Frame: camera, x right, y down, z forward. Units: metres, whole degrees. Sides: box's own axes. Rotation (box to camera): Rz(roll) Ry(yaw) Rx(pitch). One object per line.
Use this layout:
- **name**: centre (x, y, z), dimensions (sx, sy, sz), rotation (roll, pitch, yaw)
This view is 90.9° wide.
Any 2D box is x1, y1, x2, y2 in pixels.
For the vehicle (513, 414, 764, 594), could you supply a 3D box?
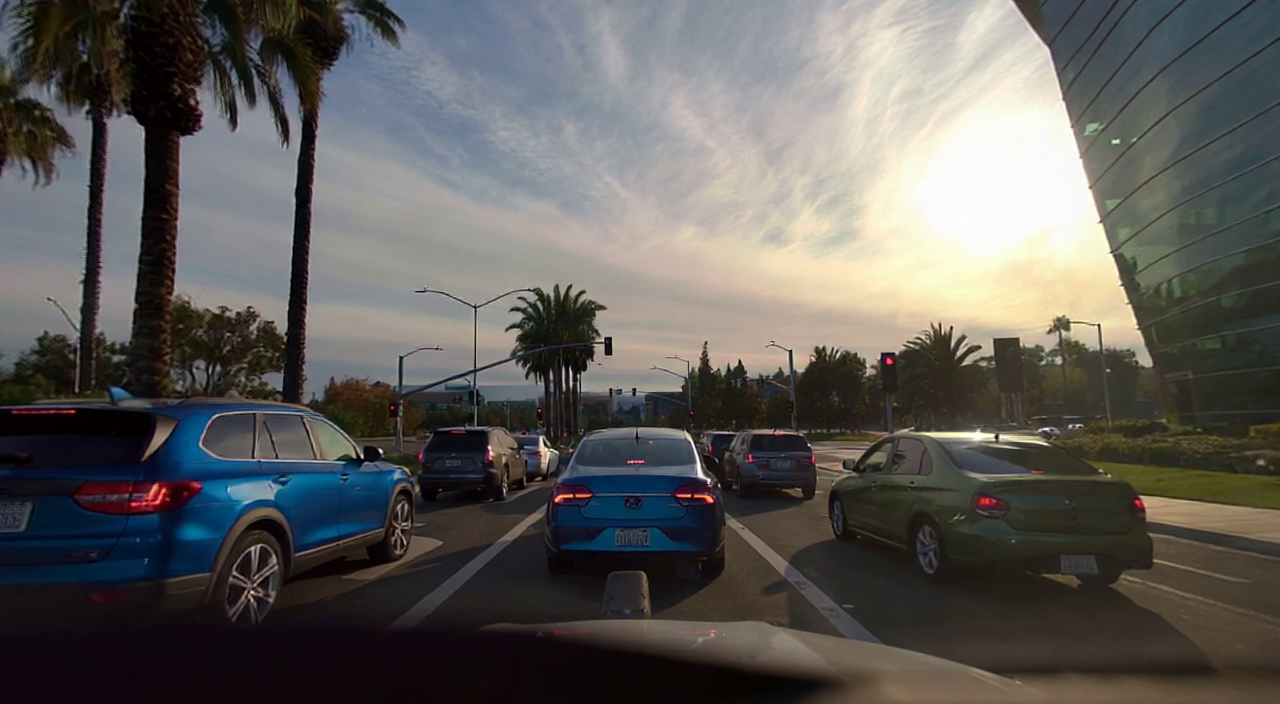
- **vehicle**: centre (-0.053, 1.674, 7.835), dimensions (2.219, 1.586, 4.321), rotation (0, -8, -1)

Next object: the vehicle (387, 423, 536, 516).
- **vehicle**: centre (-3.467, 2.352, 13.073), dimensions (1.917, 1.631, 3.768), rotation (0, -8, 1)

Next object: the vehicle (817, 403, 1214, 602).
- **vehicle**: centre (3.842, 1.615, 7.675), dimensions (2.064, 1.696, 4.431), rotation (0, -8, 0)

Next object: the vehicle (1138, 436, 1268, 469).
- **vehicle**: centre (25.465, 4.541, 28.634), dimensions (4.014, 1.417, 1.777), rotation (-1, -8, 5)

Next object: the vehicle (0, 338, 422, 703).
- **vehicle**: centre (-3.537, 1.133, 5.074), dimensions (2.014, 1.775, 4.404), rotation (0, -8, -1)
